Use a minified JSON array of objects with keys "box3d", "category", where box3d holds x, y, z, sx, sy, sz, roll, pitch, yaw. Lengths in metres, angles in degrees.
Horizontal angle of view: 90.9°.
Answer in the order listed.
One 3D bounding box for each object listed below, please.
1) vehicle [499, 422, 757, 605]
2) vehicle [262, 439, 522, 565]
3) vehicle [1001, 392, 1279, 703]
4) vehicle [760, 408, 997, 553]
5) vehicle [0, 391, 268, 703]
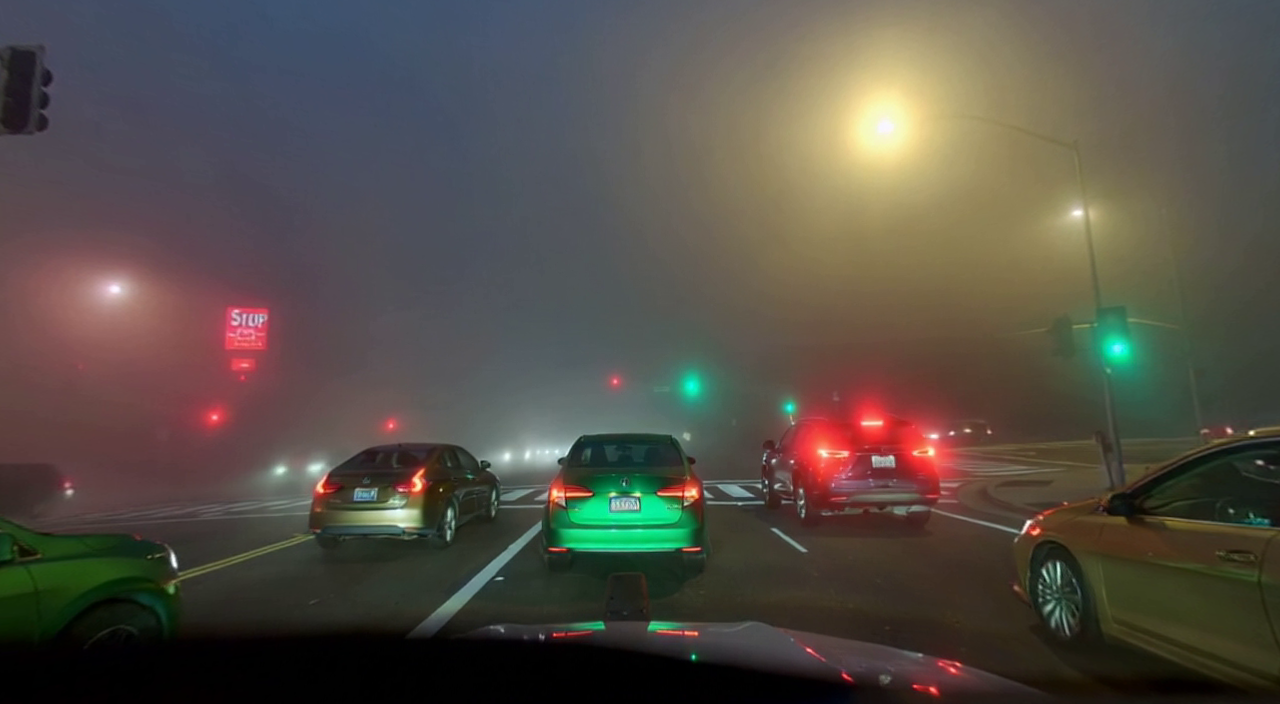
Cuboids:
[{"box3d":[-0.129,1.649,7.373,2.140,1.499,4.119,0,-8,-1],"category":"vehicle"},{"box3d":[-3.300,2.068,9.539,1.995,1.436,4.373,-1,-8,2],"category":"vehicle"},{"box3d":[3.939,0.969,3.104,1.800,1.519,4.198,0,-8,0],"category":"vehicle"},{"box3d":[3.307,1.868,9.821,1.992,1.744,4.183,0,-8,-1],"category":"vehicle"},{"box3d":[-3.480,0.849,1.838,2.016,1.547,4.414,0,-8,1],"category":"vehicle"}]
